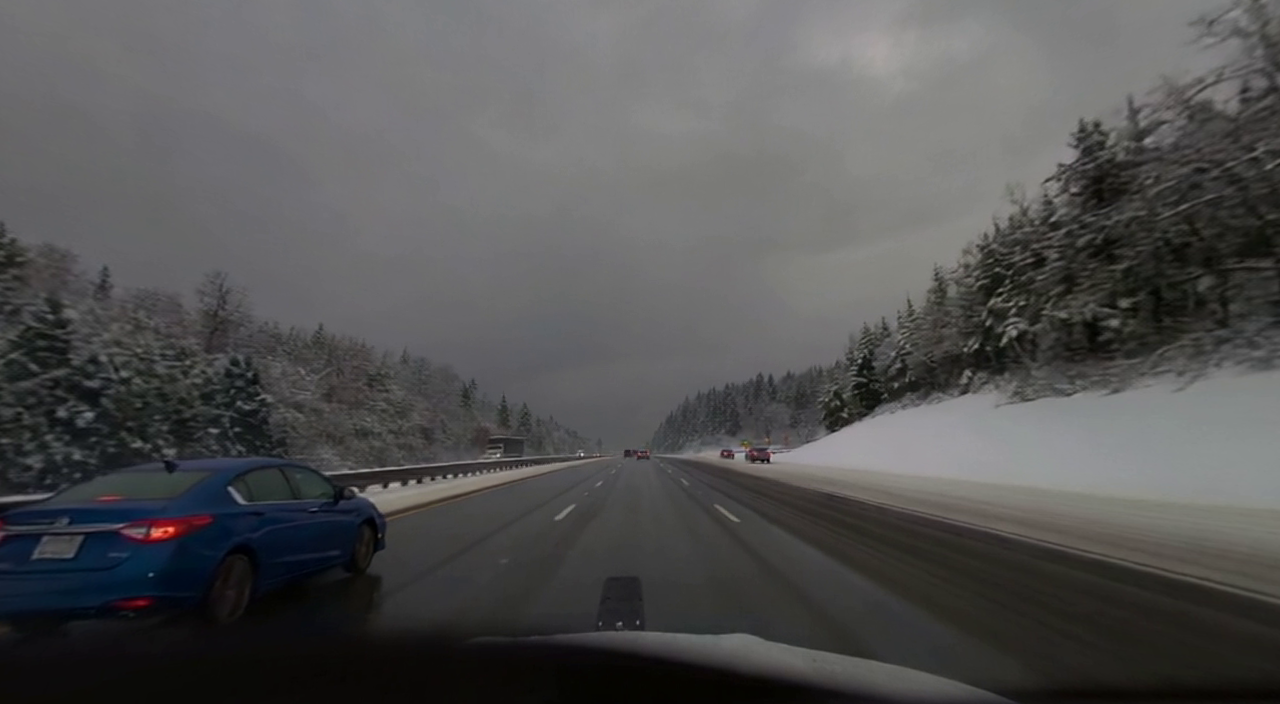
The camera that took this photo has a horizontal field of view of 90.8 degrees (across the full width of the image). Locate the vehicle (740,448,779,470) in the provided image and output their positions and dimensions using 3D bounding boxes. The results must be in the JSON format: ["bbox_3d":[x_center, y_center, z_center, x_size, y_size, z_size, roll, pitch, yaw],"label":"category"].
[{"bbox_3d":[8.558,7.680,45.516,1.884,1.485,4.600,0,-9,0],"label":"vehicle"}]

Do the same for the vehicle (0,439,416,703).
[{"bbox_3d":[-3.811,1.549,5.661,1.873,1.438,4.546,0,-9,1],"label":"vehicle"}]
